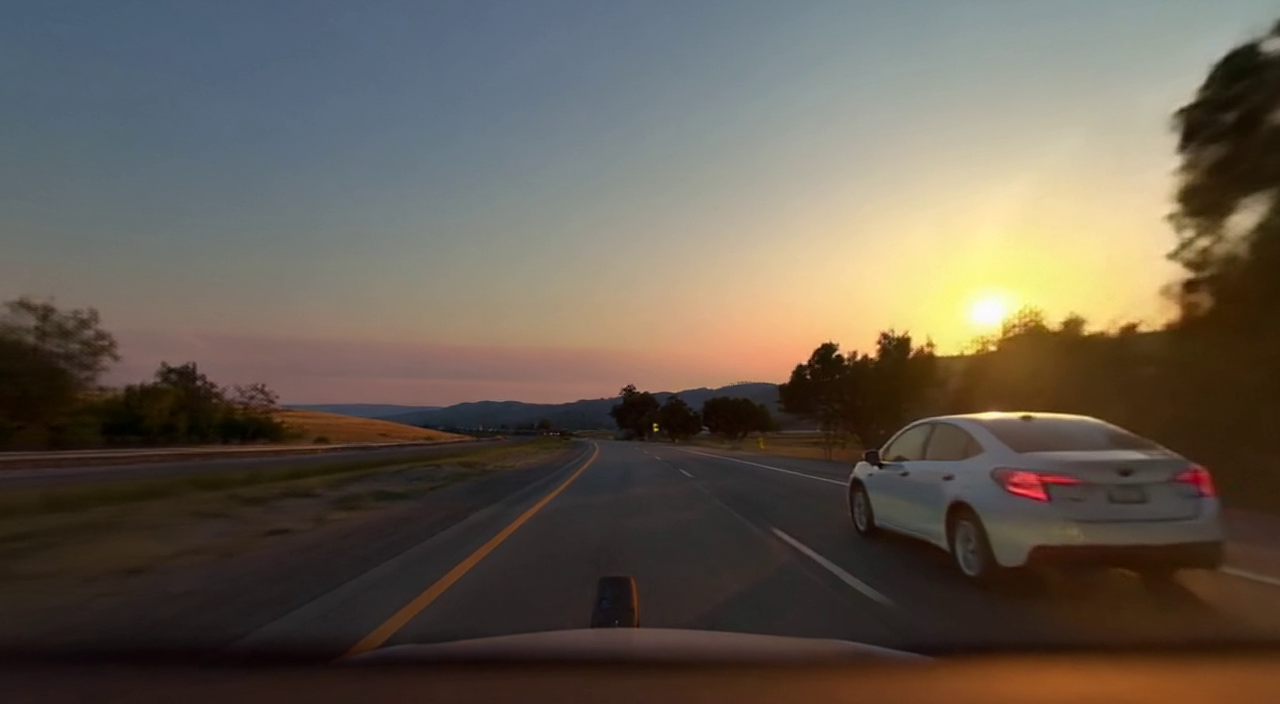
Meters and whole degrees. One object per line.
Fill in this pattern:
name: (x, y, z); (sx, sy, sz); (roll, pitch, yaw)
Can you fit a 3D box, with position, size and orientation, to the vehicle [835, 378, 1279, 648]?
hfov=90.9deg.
vehicle: (3.553, 1.266, 6.034); (1.941, 1.655, 4.137); (0, -8, -1)
